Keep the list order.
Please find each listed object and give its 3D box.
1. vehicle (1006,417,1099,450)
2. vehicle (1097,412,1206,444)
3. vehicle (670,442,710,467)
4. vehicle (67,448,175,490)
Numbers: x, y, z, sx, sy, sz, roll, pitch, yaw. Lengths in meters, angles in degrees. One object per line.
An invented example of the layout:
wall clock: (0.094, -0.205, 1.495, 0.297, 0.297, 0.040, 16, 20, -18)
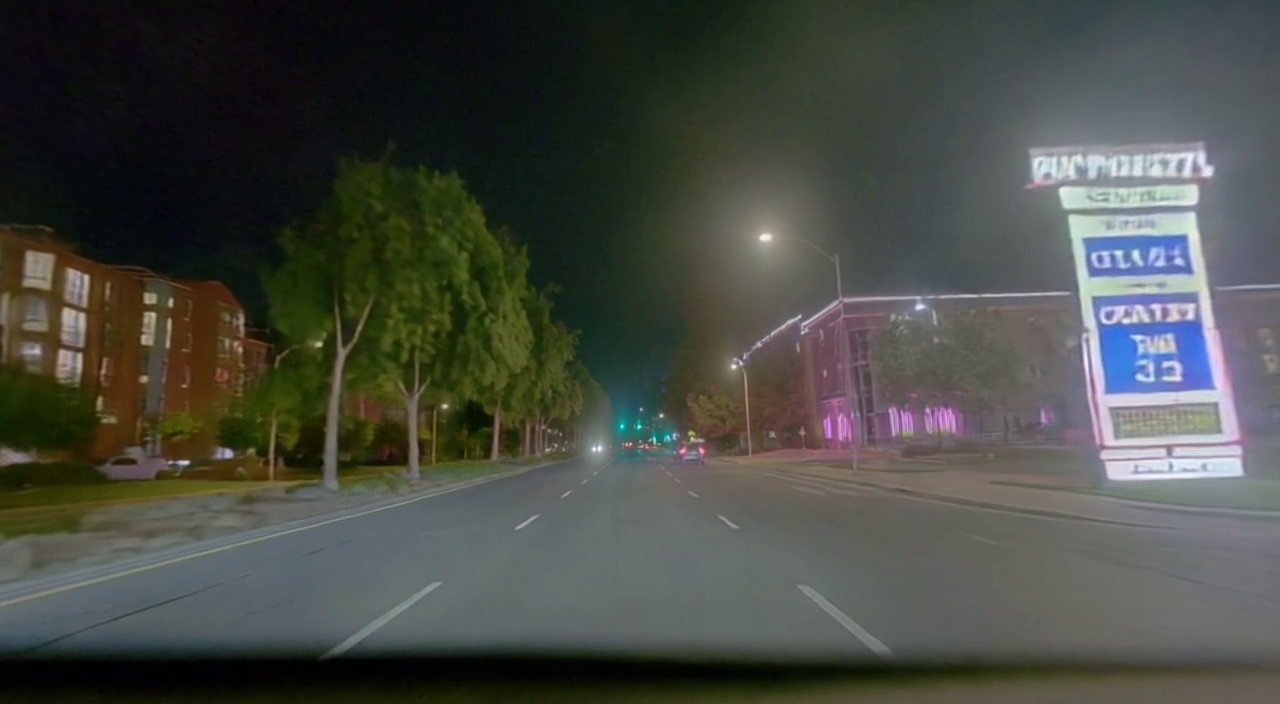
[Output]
vehicle: (21.792, 4.382, 33.631, 1.911, 1.604, 4.411, 0, -8, -1)
vehicle: (27.573, 4.138, 34.289, 2.037, 1.633, 4.447, 1, -7, -4)
vehicle: (3.149, 6.586, 40.746, 2.033, 1.482, 4.571, 0, -8, -2)
vehicle: (-35.189, 7.894, 43.144, 2.182, 2.543, 6.006, 0, -8, 0)
